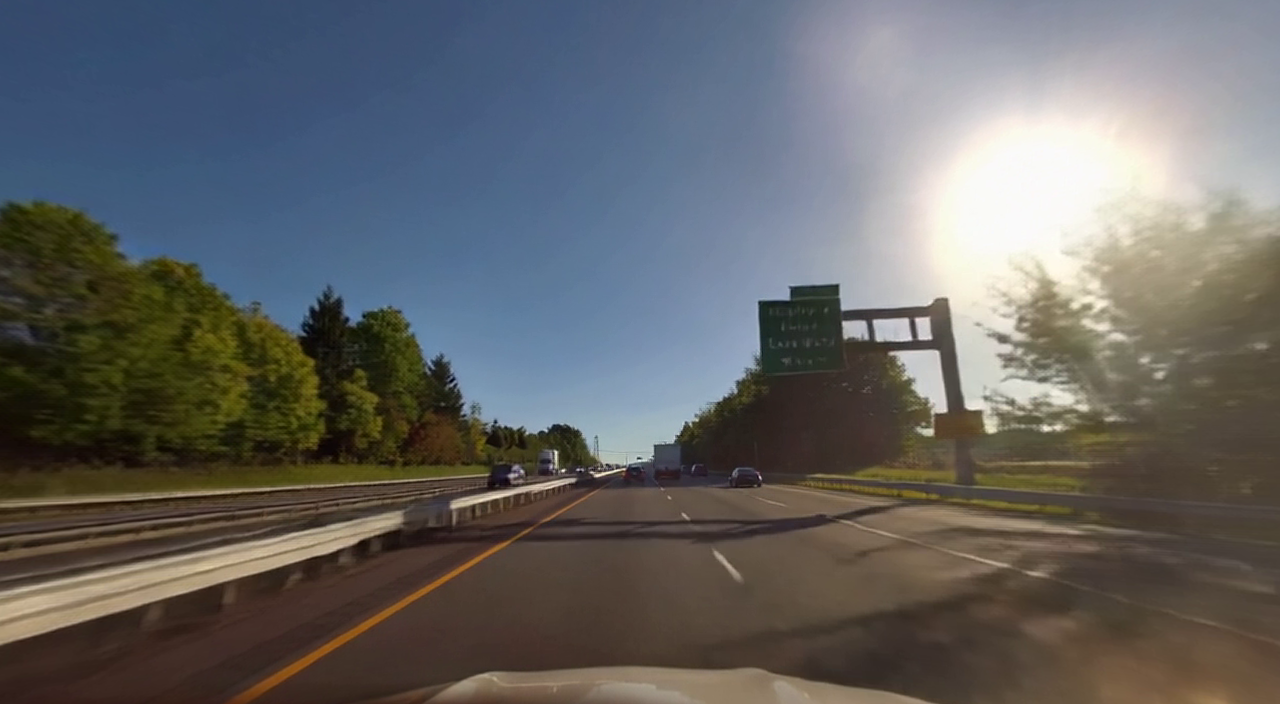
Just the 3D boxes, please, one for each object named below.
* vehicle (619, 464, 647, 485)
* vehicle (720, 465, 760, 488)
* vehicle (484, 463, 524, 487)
[{"bbox_3d":[-0.546,9.172,47.134,2.025,1.452,3.927,1,-10,-1],"label":"vehicle"},{"bbox_3d":[7.046,8.800,44.710,1.977,1.494,4.311,1,-10,-2],"label":"vehicle"},{"bbox_3d":[-9.529,8.659,44.432,1.910,1.532,4.251,1,-10,0],"label":"vehicle"}]
